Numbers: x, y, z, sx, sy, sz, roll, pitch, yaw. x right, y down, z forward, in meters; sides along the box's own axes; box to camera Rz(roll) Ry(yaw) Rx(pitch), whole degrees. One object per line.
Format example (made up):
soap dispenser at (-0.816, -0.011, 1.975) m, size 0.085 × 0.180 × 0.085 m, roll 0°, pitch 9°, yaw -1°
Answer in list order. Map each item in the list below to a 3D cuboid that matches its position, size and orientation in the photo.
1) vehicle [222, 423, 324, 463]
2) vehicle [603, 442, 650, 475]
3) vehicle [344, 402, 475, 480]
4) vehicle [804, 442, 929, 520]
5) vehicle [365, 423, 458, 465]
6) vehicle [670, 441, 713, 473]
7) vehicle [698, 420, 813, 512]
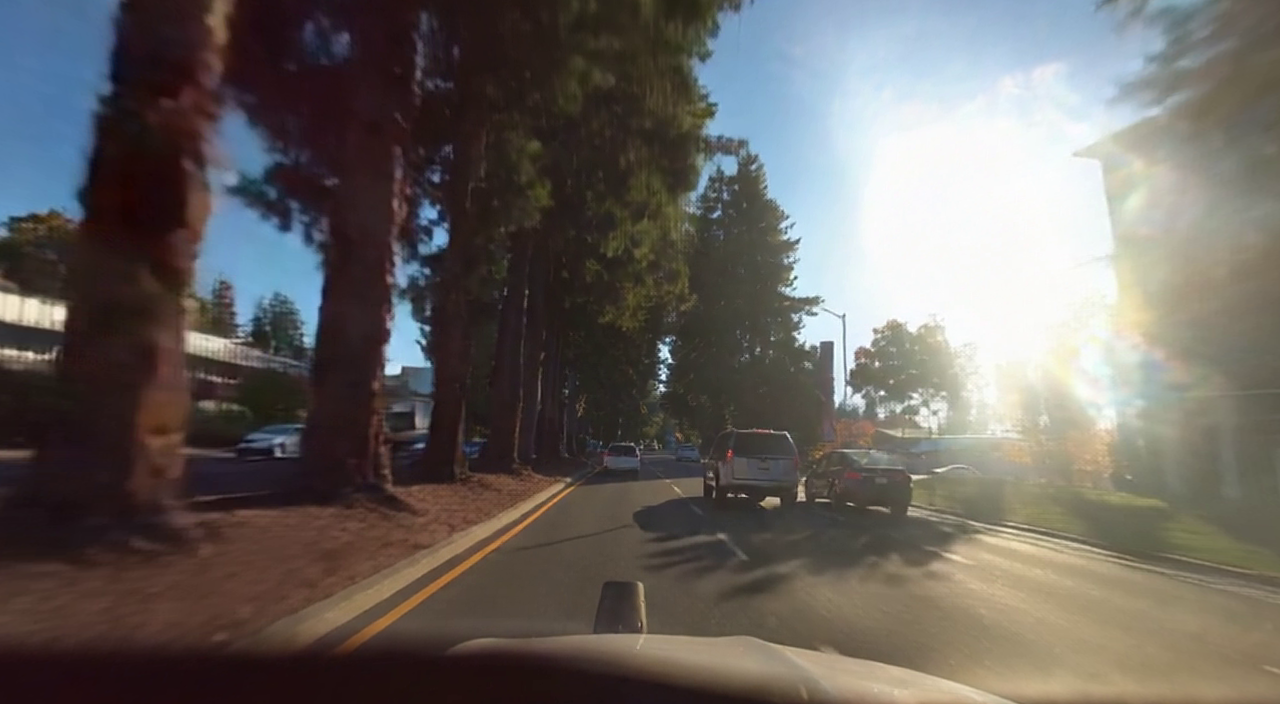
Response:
vehicle at (-15.669, 3.901, 27.257) m, size 1.770 × 1.461 × 4.336 m, roll 4°, pitch -8°, yaw 0°
vehicle at (-0.624, 5.147, 30.764) m, size 2.119 × 1.460 × 3.847 m, roll 0°, pitch -9°, yaw 0°
vehicle at (-11.581, 4.360, 33.181) m, size 2.947 × 3.206 × 10.111 m, roll 0°, pitch -3°, yaw 1°
vehicle at (6.270, 3.565, 18.010) m, size 1.913 × 1.777 × 4.269 m, roll 5°, pitch -9°, yaw -1°
vehicle at (-8.906, 3.652, 25.090) m, size 1.981 × 1.514 × 4.323 m, roll 0°, pitch -8°, yaw 1°
vehicle at (2.796, 5.845, 35.374) m, size 1.922 × 1.708 × 4.126 m, roll 0°, pitch -9°, yaw -2°
vehicle at (2.814, 2.875, 16.334) m, size 2.035 × 1.940 × 4.299 m, roll 3°, pitch -9°, yaw -1°
